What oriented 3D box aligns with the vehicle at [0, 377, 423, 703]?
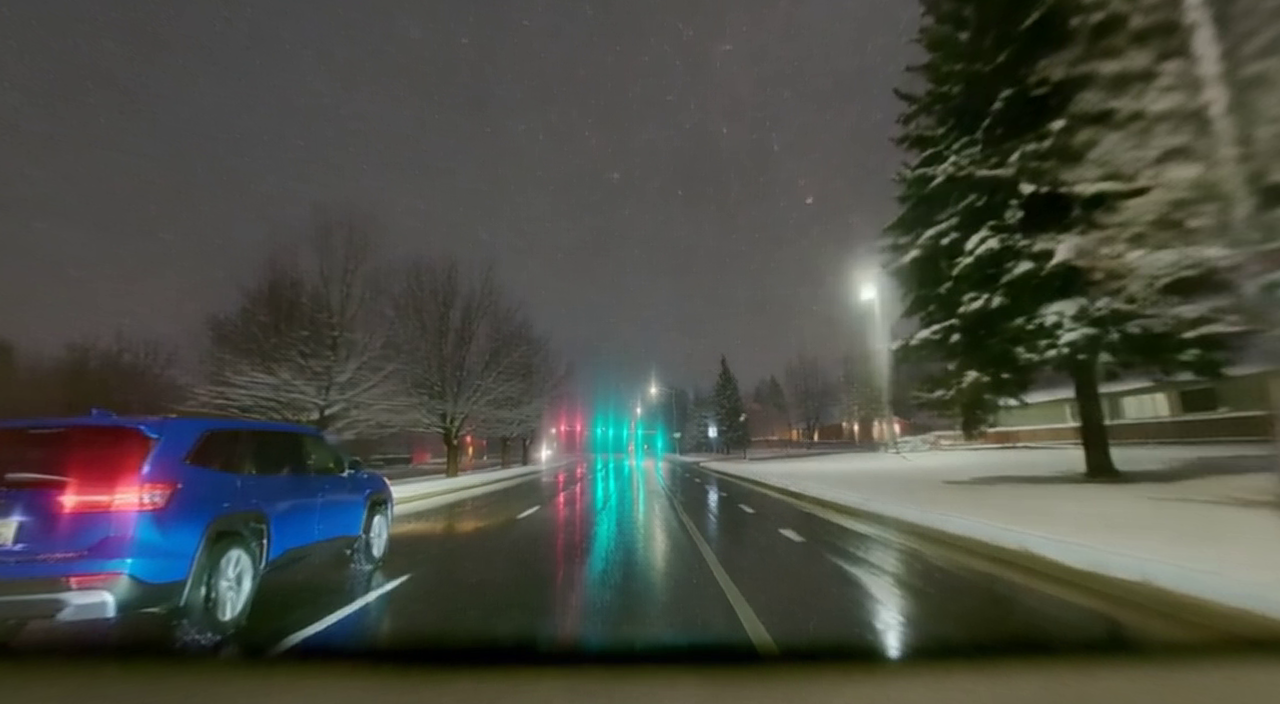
[{"bbox_3d":[-3.706,1.323,5.403,2.121,1.724,4.392,0,-9,0],"label":"vehicle"}]
